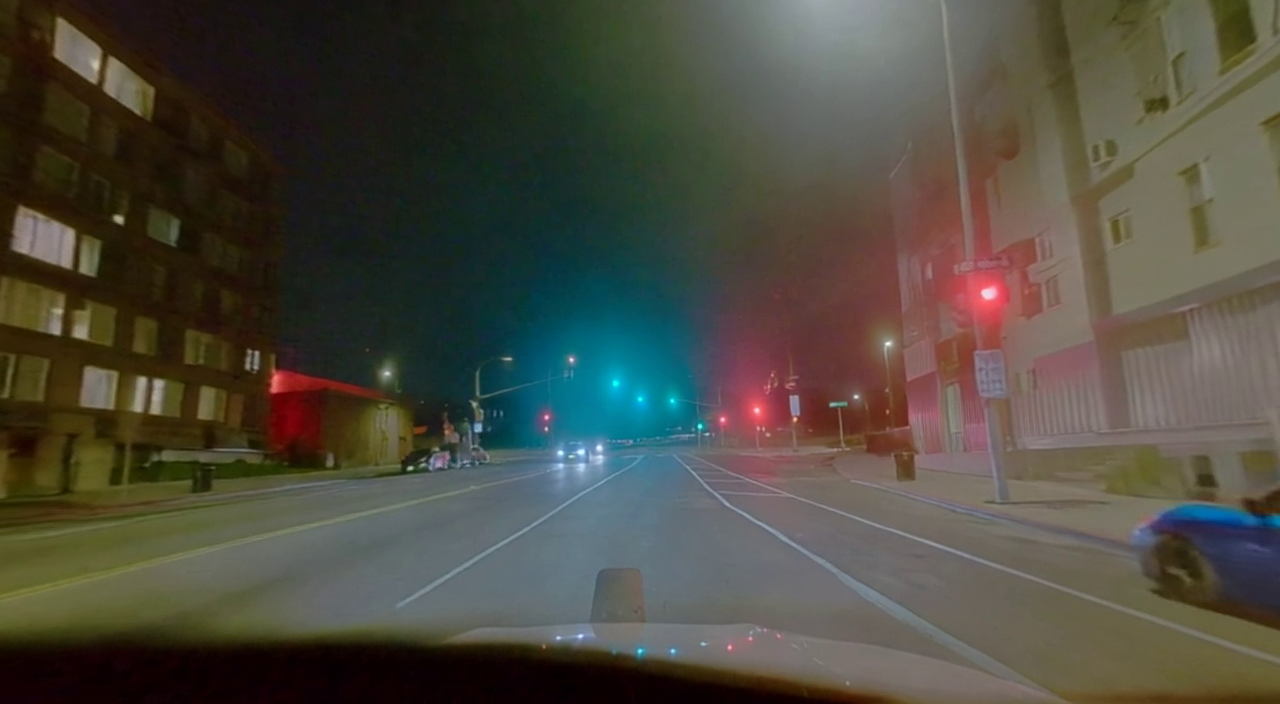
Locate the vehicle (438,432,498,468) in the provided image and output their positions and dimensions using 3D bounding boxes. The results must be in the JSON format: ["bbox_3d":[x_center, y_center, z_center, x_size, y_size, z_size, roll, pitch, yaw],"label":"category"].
[{"bbox_3d":[-11.202,6.457,41.717,2.268,2.181,5.482,0,-8,2],"label":"vehicle"}]

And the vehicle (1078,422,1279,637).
[{"bbox_3d":[5.459,1.125,3.633,2.010,1.473,5.353,0,-8,-1],"label":"vehicle"}]

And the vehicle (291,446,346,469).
[{"bbox_3d":[-22.531,7.378,44.408,1.788,1.487,3.880,0,-8,0],"label":"vehicle"}]

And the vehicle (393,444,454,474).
[{"bbox_3d":[-11.610,5.750,34.186,1.868,1.520,3.796,0,-8,1],"label":"vehicle"}]

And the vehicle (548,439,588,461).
[{"bbox_3d":[-5.205,7.128,46.125,2.129,1.495,4.699,0,-8,3],"label":"vehicle"}]

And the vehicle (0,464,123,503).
[{"bbox_3d":[-24.197,5.415,26.231,3.721,1.470,1.967,0,-8,3],"label":"vehicle"}]
